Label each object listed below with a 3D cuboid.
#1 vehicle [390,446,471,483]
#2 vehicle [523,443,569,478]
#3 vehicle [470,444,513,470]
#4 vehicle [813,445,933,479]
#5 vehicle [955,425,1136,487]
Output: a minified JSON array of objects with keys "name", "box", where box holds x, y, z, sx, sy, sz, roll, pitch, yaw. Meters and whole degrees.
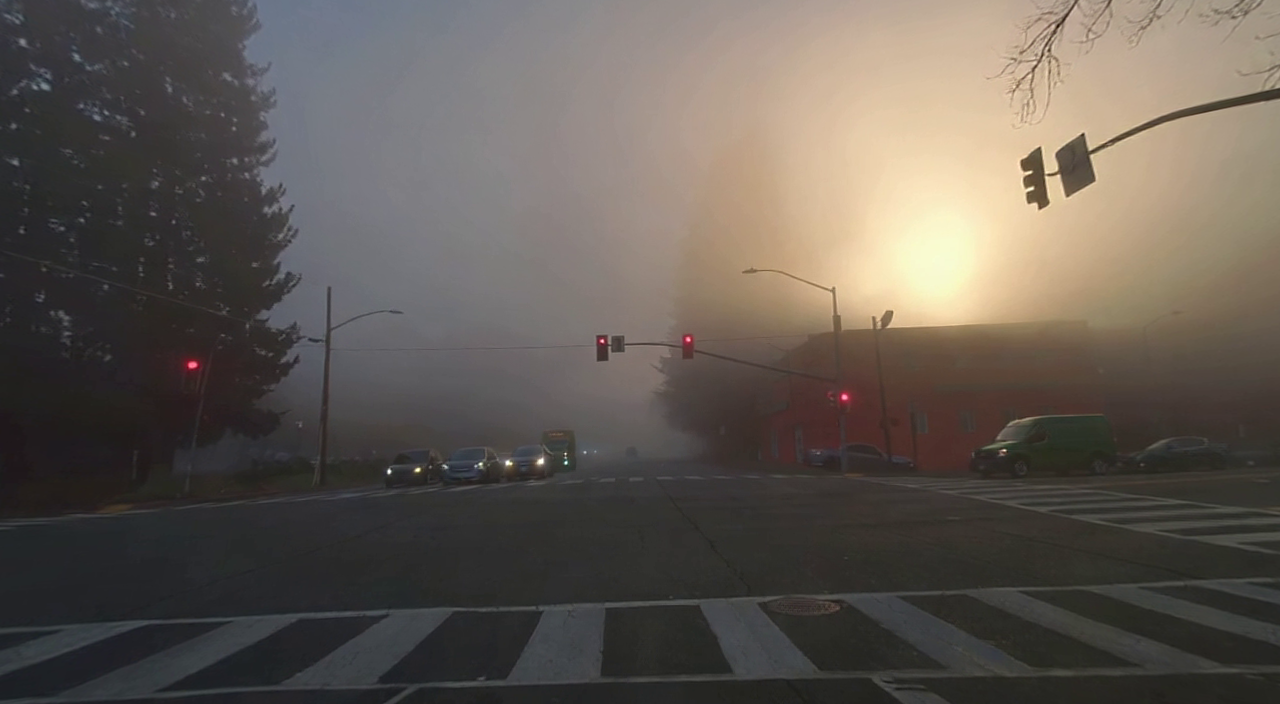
[{"name":"vehicle","box":[-8.982,4.834,27.497,2.024,1.460,4.381,0,-9,0]},{"name":"vehicle","box":[-4.181,4.742,27.963,1.846,1.416,4.228,1,-9,-9]},{"name":"vehicle","box":[-9.017,6.385,38.709,1.779,1.460,4.463,0,-9,-3]},{"name":"vehicle","box":[10.429,4.965,28.654,4.828,1.453,1.919,-2,-9,11]},{"name":"vehicle","box":[14.829,3.769,23.133,5.910,2.046,2.228,3,-9,-19]}]
